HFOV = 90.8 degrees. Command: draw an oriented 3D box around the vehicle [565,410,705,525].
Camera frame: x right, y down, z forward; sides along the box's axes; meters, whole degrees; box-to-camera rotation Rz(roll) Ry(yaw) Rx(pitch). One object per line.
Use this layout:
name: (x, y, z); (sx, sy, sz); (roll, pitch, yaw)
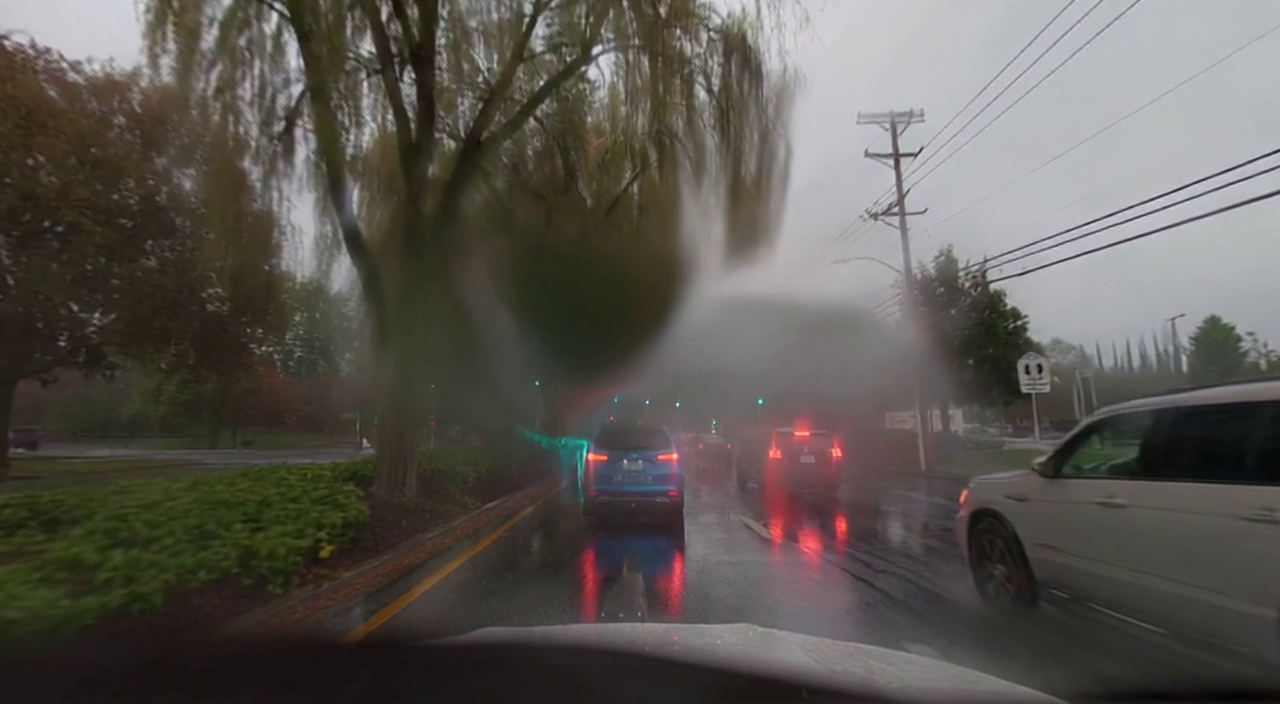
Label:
vehicle: (-0.125, 2.095, 11.916); (2.163, 1.746, 4.073); (0, -8, -1)

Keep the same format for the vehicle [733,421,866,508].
vehicle: (3.380, 2.465, 14.181); (1.923, 1.653, 3.703); (0, -8, -1)

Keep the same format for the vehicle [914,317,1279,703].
vehicle: (3.813, 0.893, 3.496); (2.254, 1.840, 4.918); (0, -8, -1)
